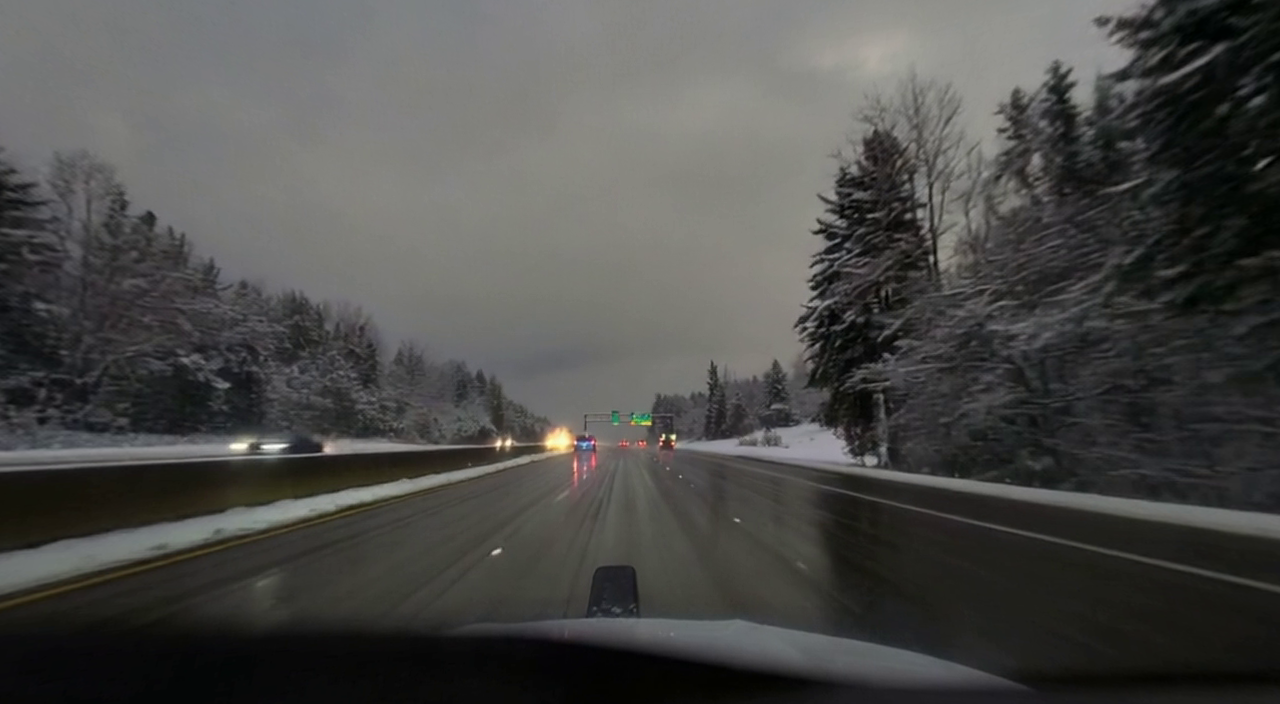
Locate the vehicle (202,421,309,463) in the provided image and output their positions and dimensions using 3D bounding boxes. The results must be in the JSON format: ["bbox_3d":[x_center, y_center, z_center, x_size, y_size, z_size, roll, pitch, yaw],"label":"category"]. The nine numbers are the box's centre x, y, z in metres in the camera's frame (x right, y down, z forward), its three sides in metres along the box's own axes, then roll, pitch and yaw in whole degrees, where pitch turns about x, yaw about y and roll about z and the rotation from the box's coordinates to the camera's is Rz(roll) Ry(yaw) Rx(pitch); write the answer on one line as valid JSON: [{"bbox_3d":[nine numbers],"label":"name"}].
[{"bbox_3d":[-16.320,3.859,27.016,1.942,1.633,4.364,0,-8,-2],"label":"vehicle"}]
